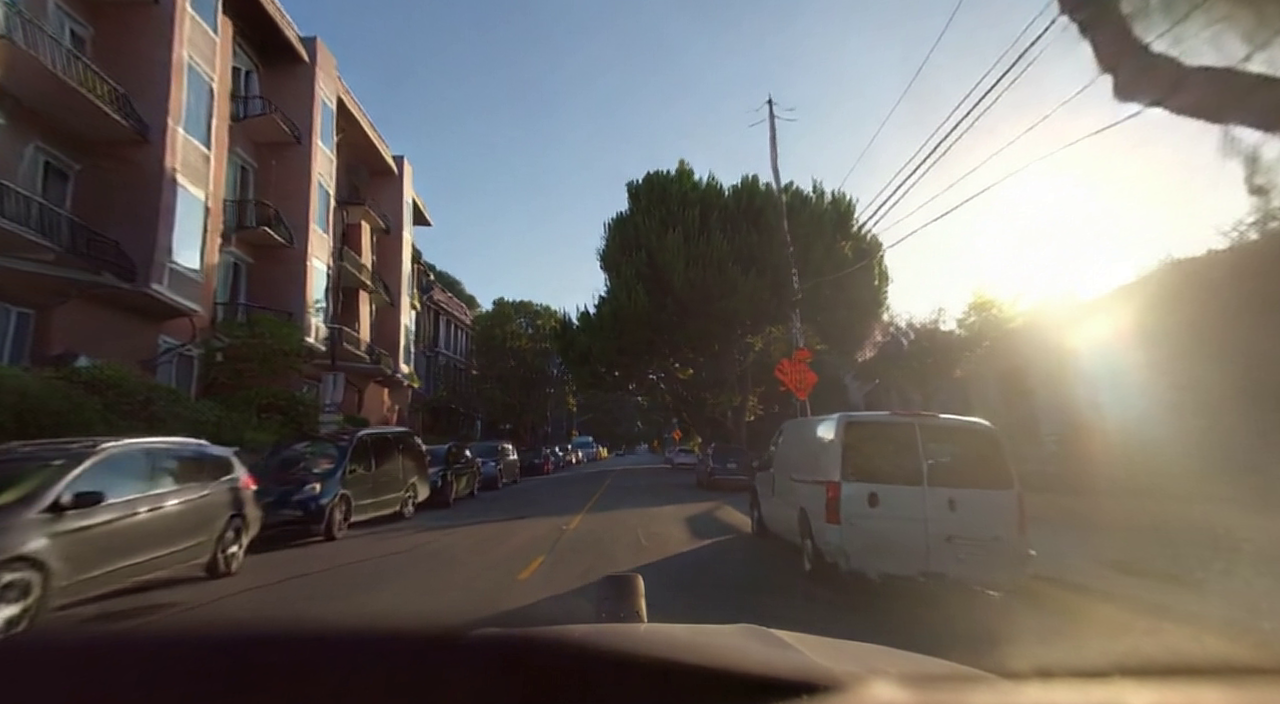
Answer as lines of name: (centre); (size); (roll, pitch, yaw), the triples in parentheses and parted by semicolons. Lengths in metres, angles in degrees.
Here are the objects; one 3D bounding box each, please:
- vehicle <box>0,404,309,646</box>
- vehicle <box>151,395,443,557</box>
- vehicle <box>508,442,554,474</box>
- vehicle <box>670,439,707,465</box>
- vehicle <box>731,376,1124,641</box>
vehicle: (-5.482, 1.507, 6.147); (1.838, 1.725, 4.660); (0, -9, 2)
vehicle: (-5.464, 2.047, 11.347); (2.196, 2.059, 5.748); (-2, -8, -2)
vehicle: (-5.476, 5.379, 32.156); (1.722, 1.491, 3.431); (0, -9, 0)
vehicle: (2.951, 6.208, 39.178); (1.835, 1.490, 4.134); (0, -9, -2)
vehicle: (2.749, 1.397, 7.846); (2.259, 2.119, 5.281); (0, -3, -2)
